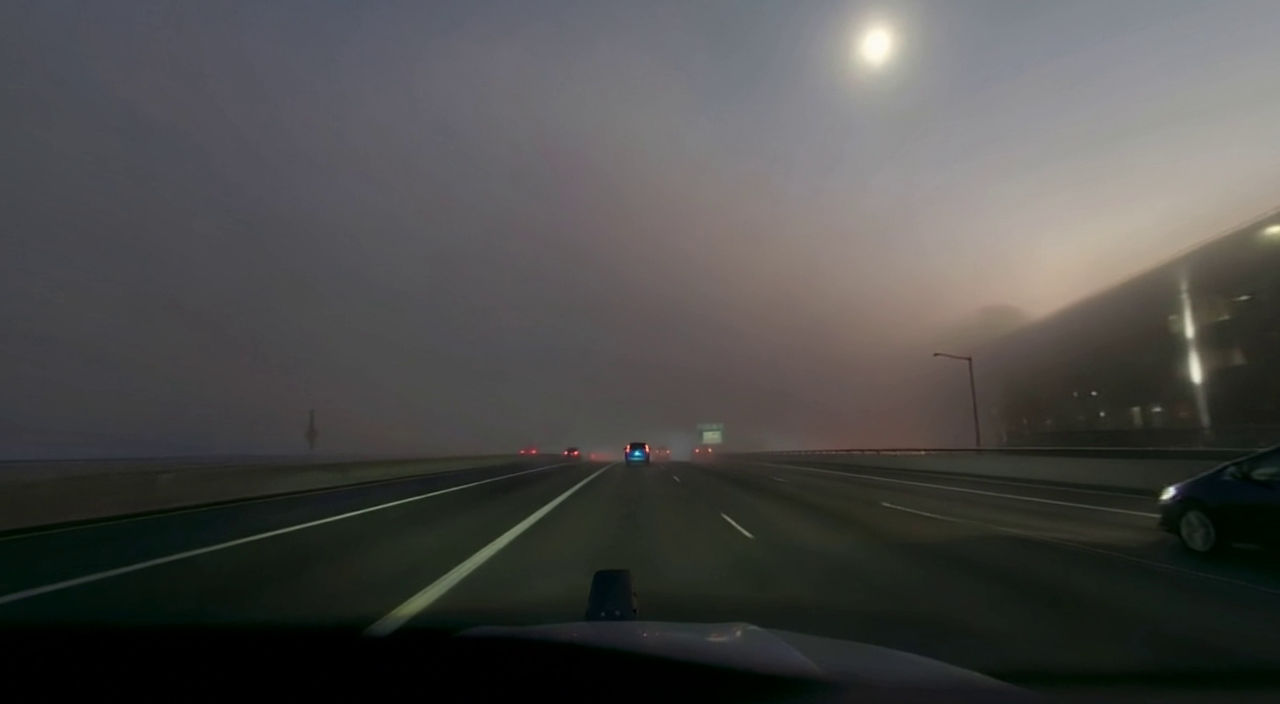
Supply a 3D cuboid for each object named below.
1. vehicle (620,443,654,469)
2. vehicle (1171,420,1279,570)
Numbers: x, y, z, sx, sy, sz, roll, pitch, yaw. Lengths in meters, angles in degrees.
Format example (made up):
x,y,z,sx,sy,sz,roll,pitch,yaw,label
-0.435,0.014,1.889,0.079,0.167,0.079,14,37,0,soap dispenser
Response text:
x,y,z,sx,sy,sz,roll,pitch,yaw,label
-0.195,6.459,39.315,2.036,1.542,3.891,0,-8,0,vehicle
7.421,1.273,5.181,1.937,1.498,4.710,0,-8,-1,vehicle
